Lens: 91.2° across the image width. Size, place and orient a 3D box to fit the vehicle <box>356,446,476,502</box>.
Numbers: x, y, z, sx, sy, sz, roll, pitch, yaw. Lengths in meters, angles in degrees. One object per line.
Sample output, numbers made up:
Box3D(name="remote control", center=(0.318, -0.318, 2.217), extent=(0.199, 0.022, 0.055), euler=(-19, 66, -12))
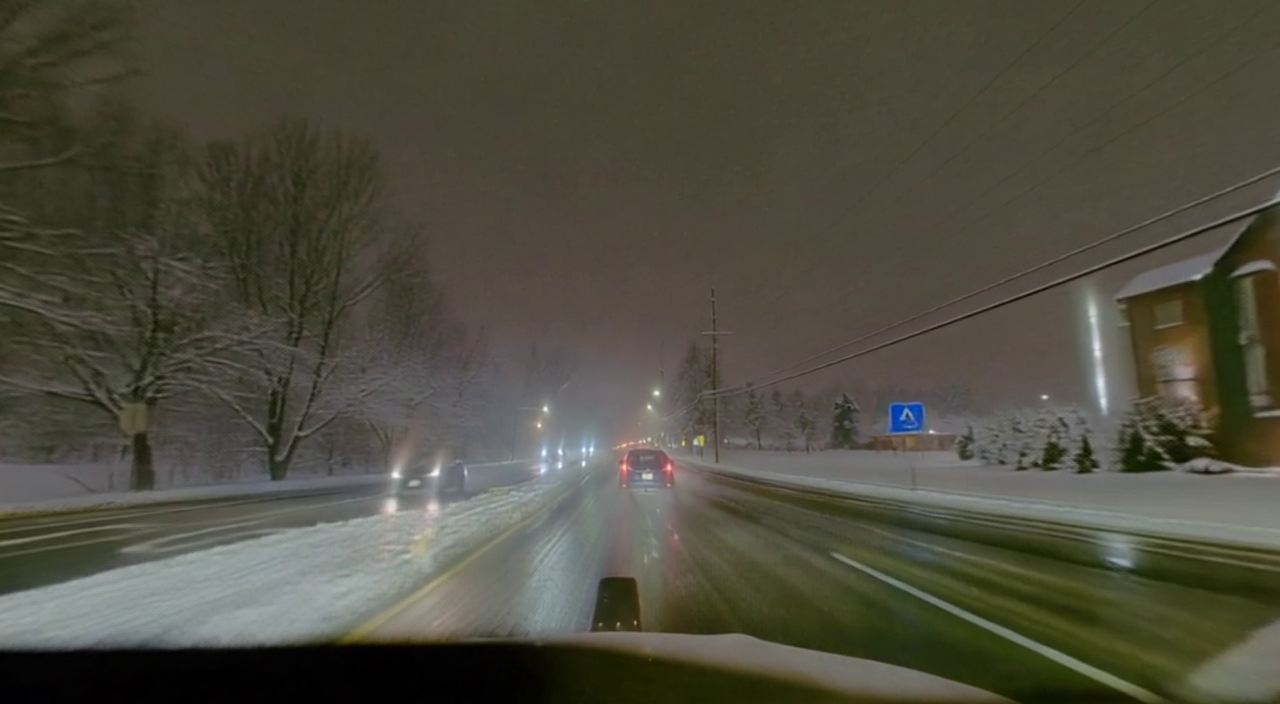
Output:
Box3D(name="vehicle", center=(-6.757, 3.704, 19.469), extent=(2.018, 1.498, 4.168), euler=(-1, -9, 3))

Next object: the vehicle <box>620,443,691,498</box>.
Box3D(name="vehicle", center=(0.430, 3.680, 19.842), extent=(2.014, 1.525, 3.670), euler=(-1, -9, -1))
